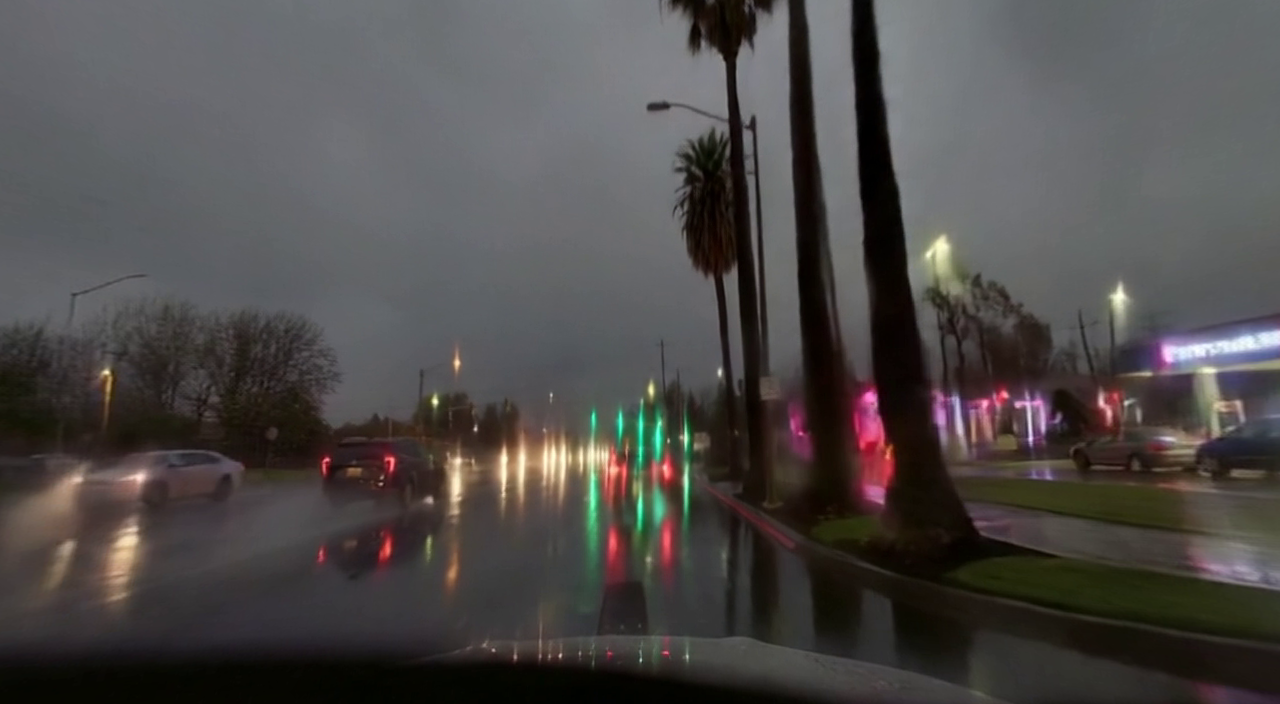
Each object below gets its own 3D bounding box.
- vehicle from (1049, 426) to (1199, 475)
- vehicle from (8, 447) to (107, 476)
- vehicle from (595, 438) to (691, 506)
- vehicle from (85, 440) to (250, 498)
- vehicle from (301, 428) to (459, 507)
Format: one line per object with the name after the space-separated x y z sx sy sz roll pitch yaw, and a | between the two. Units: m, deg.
16.709 3.461 22.029 1.902 1.502 4.395 0 -9 3 | vehicle
-35.550 6.688 38.492 1.888 1.650 4.369 1 -9 -3 | vehicle
0.070 3.025 16.263 2.145 1.483 4.453 0 -9 0 | vehicle
-16.427 4.084 22.250 2.136 1.786 4.798 1 -9 -2 | vehicle
-6.308 2.861 15.902 2.057 1.705 4.394 0 -9 1 | vehicle
